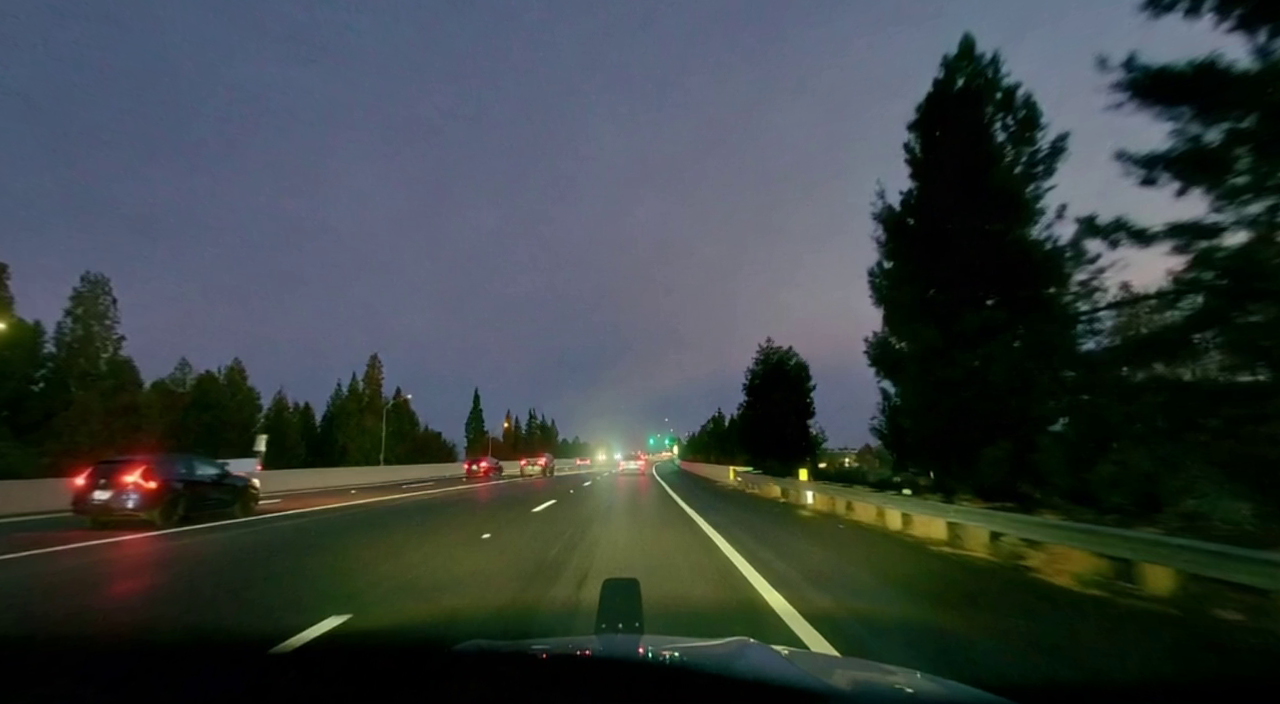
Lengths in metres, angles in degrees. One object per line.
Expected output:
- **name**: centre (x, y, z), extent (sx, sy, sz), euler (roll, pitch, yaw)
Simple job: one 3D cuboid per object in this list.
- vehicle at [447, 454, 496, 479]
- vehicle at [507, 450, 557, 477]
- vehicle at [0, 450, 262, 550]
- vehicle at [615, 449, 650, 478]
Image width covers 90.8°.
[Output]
- **vehicle**: centre (-12.426, 8.424, 46.777), extent (1.997, 1.654, 4.554), euler (-1, -9, 5)
- **vehicle**: centre (-8.076, 8.405, 48.007), extent (2.397, 1.911, 5.596), euler (-1, -9, 5)
- **vehicle**: centre (-10.355, 2.798, 12.752), extent (2.102, 1.562, 4.884), euler (-1, -9, 5)
- **vehicle**: centre (-0.426, 7.265, 41.292), extent (2.179, 1.742, 4.396), euler (-1, -9, 1)
